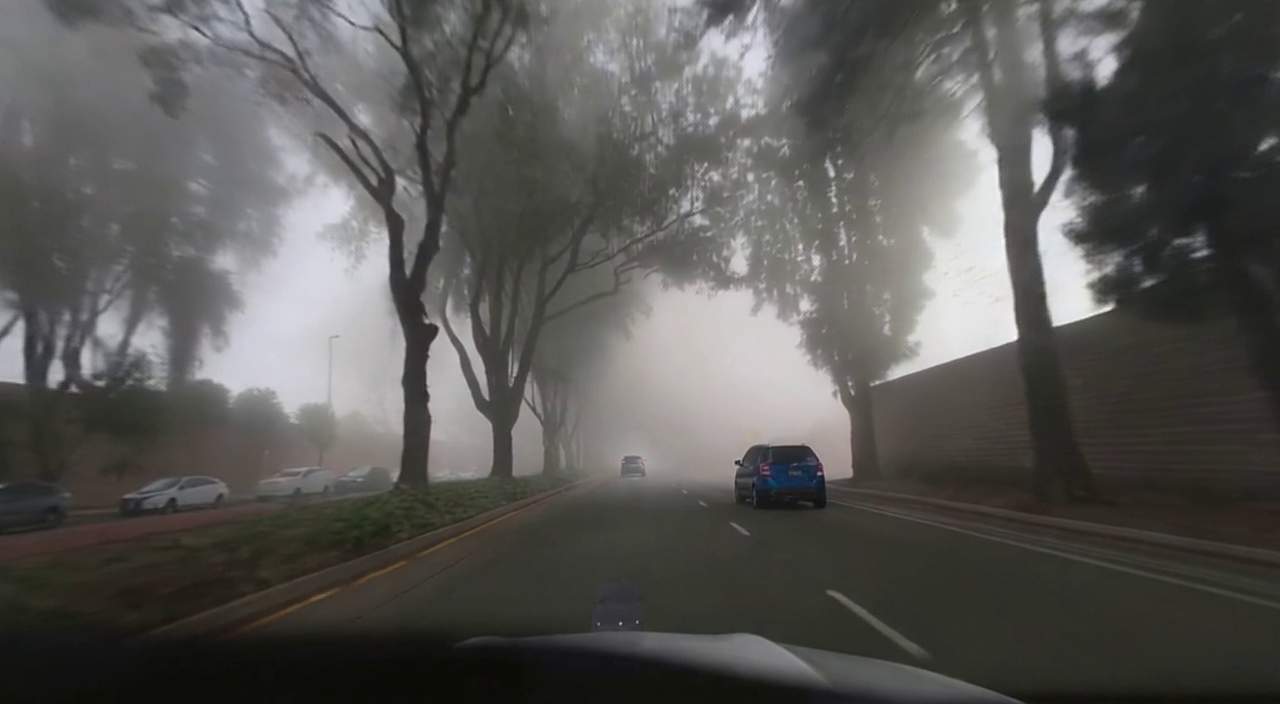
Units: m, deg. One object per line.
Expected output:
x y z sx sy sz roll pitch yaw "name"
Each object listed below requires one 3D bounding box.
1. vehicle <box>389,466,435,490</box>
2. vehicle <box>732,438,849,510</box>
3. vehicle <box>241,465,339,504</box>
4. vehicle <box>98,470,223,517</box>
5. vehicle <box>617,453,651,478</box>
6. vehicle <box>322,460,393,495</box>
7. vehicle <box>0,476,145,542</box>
-17.040 9.443 47.493 1.933 1.494 4.259 -1 -9 -1 "vehicle"
4.080 3.409 18.004 2.155 1.752 4.456 0 -9 -1 "vehicle"
-17.342 6.568 31.642 2.184 1.697 4.826 -1 -9 0 "vehicle"
-21.568 6.326 28.711 1.928 1.740 4.809 -1 -9 -1 "vehicle"
-0.424 8.368 46.712 2.391 1.739 3.837 0 -9 0 "vehicle"
-17.524 7.815 39.529 2.352 1.857 4.893 -3 -10 -2 "vehicle"
-17.026 4.418 18.181 1.840 1.475 4.497 -1 -9 0 "vehicle"
